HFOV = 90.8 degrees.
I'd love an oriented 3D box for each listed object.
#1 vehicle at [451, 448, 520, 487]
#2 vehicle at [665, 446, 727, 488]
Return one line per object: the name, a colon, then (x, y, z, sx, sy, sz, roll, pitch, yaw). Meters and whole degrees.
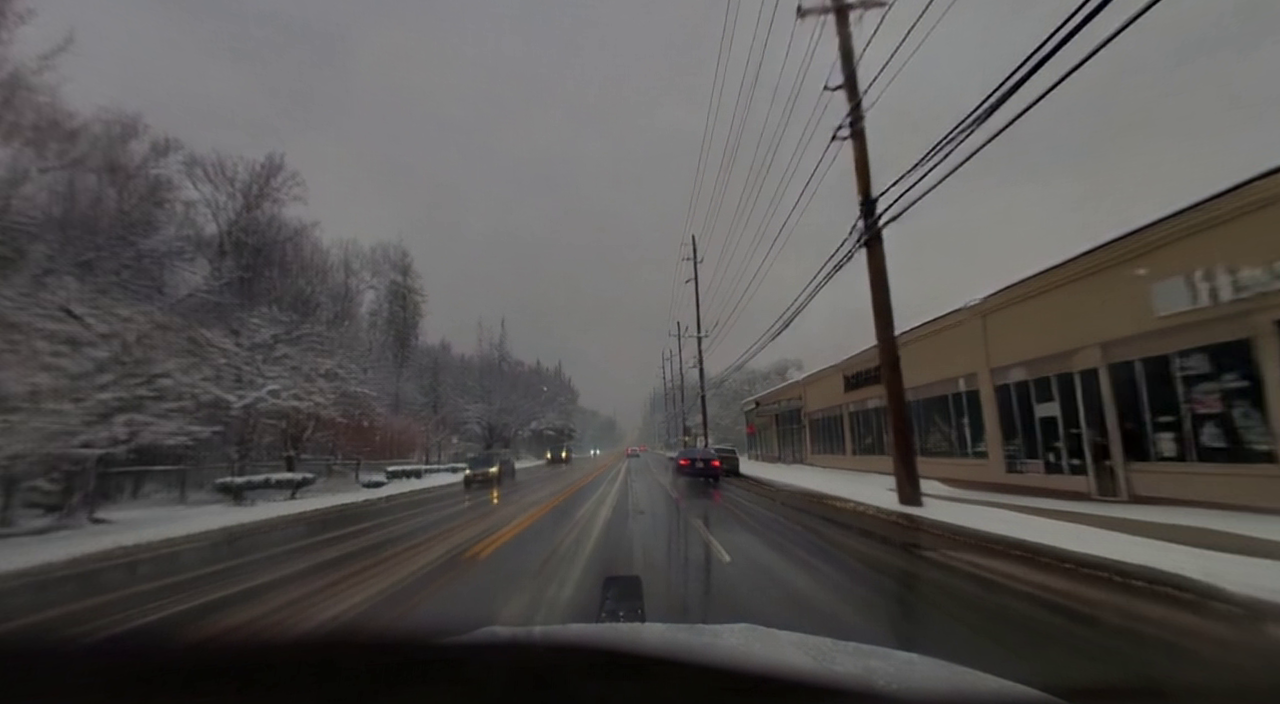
vehicle: (-6.478, 4.869, 26.996, 1.868, 1.466, 4.397, 0, -9, 0)
vehicle: (2.068, 4.403, 24.532, 1.975, 1.497, 3.647, 0, -9, -2)
